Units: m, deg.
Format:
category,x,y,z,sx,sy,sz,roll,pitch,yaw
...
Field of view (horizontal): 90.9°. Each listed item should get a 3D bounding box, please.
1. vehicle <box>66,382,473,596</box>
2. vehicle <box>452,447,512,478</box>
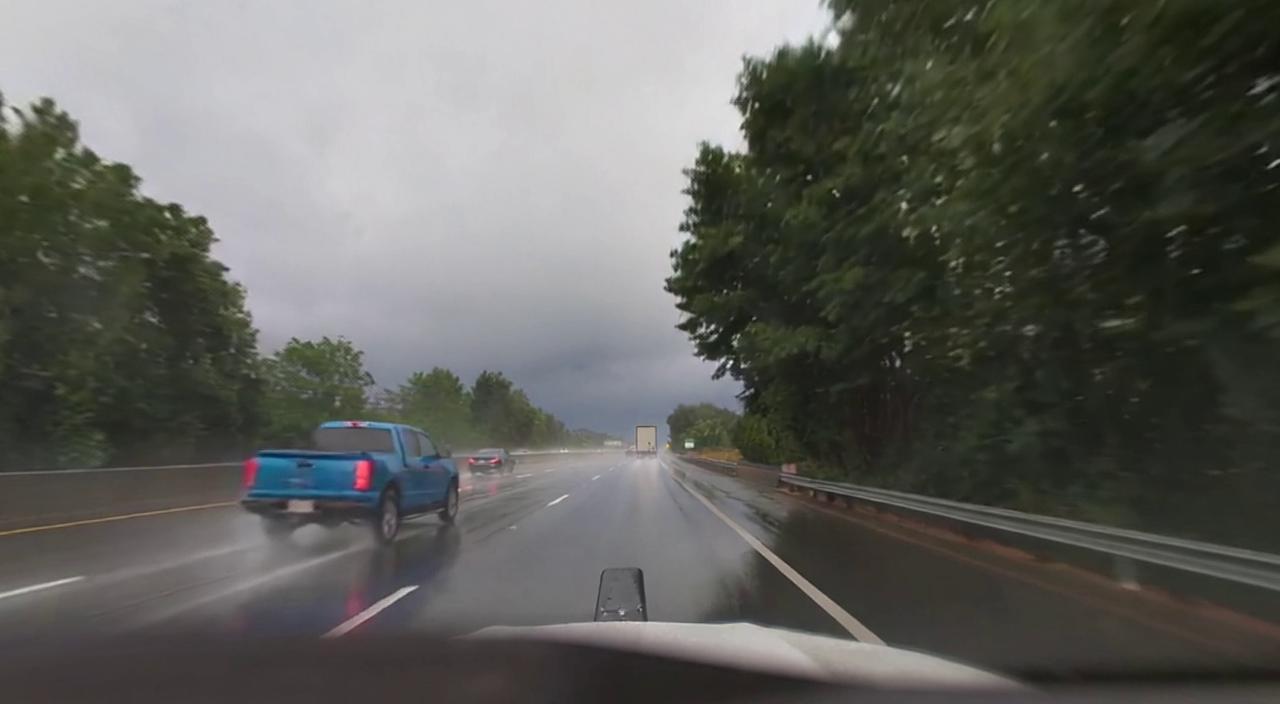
category,x,y,z,sx,sy,sz,roll,pitch,yaw
vehicle,-4.011,1.624,8.306,2.124,1.888,5.226,-1,-9,1
vehicle,-8.020,5.652,32.418,1.877,1.433,4.266,-1,-9,1
